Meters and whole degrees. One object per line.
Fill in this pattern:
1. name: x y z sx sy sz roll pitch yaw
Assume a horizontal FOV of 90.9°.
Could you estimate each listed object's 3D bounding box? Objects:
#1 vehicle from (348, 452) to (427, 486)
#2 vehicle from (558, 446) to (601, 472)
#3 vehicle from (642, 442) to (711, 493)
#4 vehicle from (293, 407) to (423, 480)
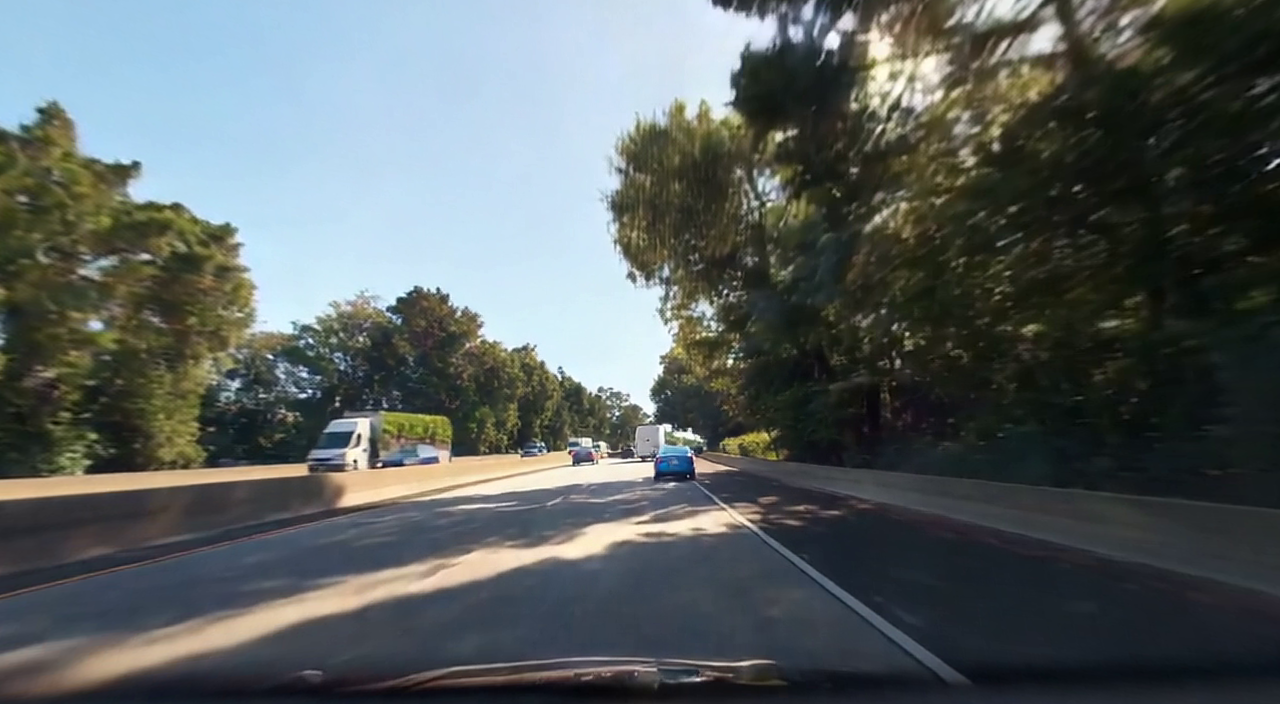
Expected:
1. vehicle: -12.679 5.877 32.008 1.913 1.512 4.784 -1 -9 1
2. vehicle: -3.692 6.621 39.339 2.100 1.514 4.794 -1 -9 1
3. vehicle: 1.102 3.723 20.701 2.012 1.485 3.649 0 -9 0
4. vehicle: -17.357 5.855 40.112 3.035 3.965 10.967 -1 -9 1
